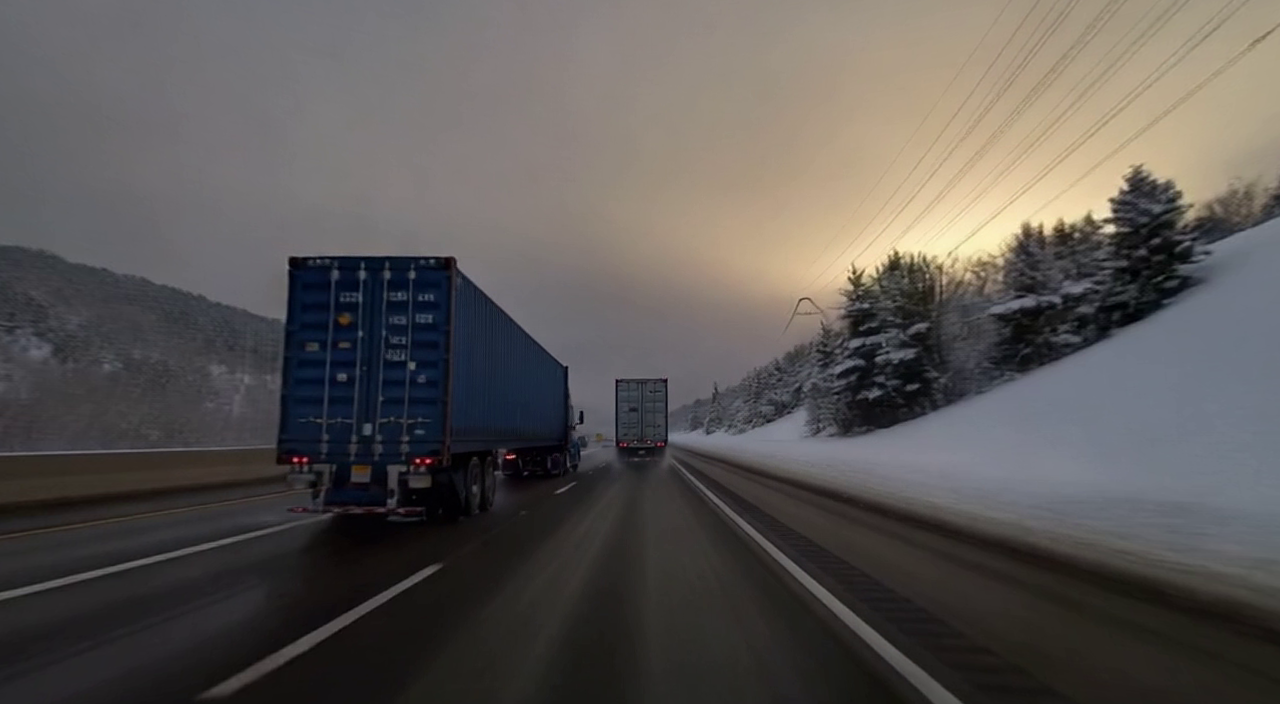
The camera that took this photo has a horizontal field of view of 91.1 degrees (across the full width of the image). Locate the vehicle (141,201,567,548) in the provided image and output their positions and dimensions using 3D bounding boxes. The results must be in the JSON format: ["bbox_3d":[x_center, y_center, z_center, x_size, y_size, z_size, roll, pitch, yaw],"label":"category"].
[{"bbox_3d":[-4.069,1.160,14.189,3.065,4.105,13.706,0,-8,1],"label":"vehicle"}]

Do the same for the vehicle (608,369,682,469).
[{"bbox_3d":[0.114,3.586,31.792,3.006,4.120,11.586,0,-8,-1],"label":"vehicle"}]
